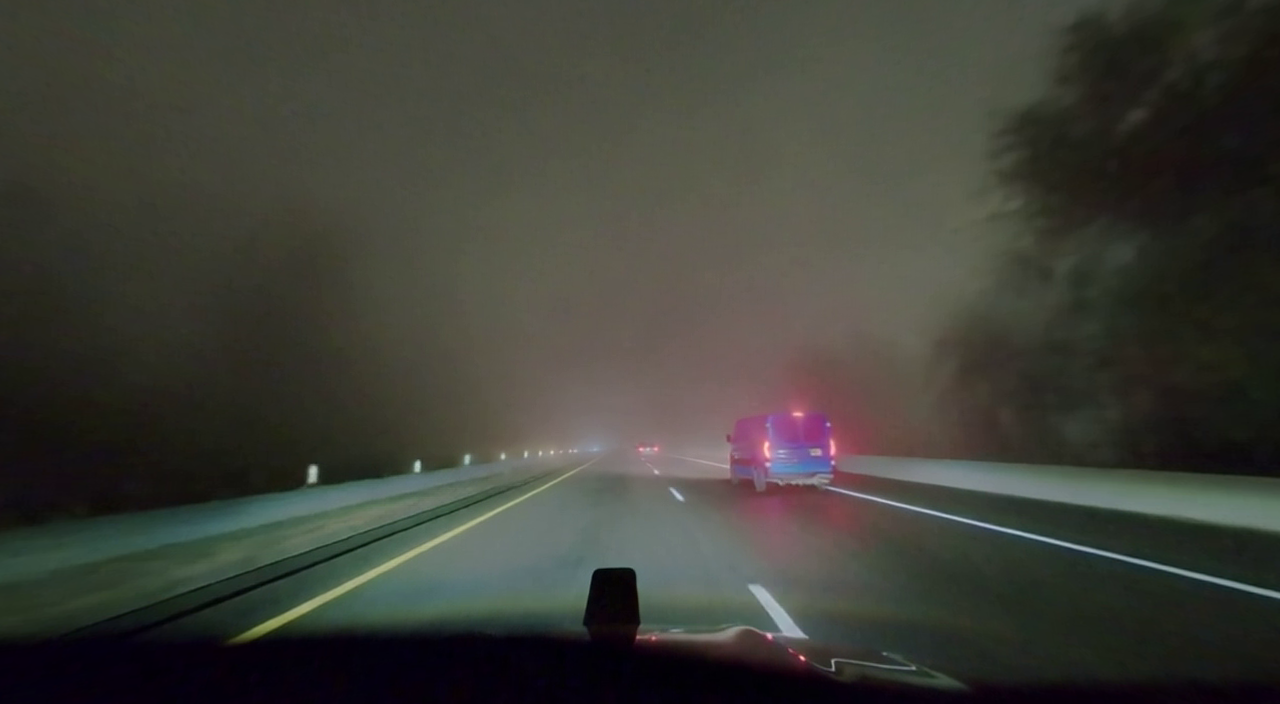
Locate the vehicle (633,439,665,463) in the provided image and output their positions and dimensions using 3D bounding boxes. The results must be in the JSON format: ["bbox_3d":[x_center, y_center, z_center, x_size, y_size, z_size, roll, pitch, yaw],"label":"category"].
[{"bbox_3d":[0.545,6.445,41.111,2.005,1.466,3.739,0,-8,0],"label":"vehicle"}]

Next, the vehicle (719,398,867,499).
[{"bbox_3d":[3.439,2.315,15.321,2.269,2.048,4.679,0,-8,-2],"label":"vehicle"}]
